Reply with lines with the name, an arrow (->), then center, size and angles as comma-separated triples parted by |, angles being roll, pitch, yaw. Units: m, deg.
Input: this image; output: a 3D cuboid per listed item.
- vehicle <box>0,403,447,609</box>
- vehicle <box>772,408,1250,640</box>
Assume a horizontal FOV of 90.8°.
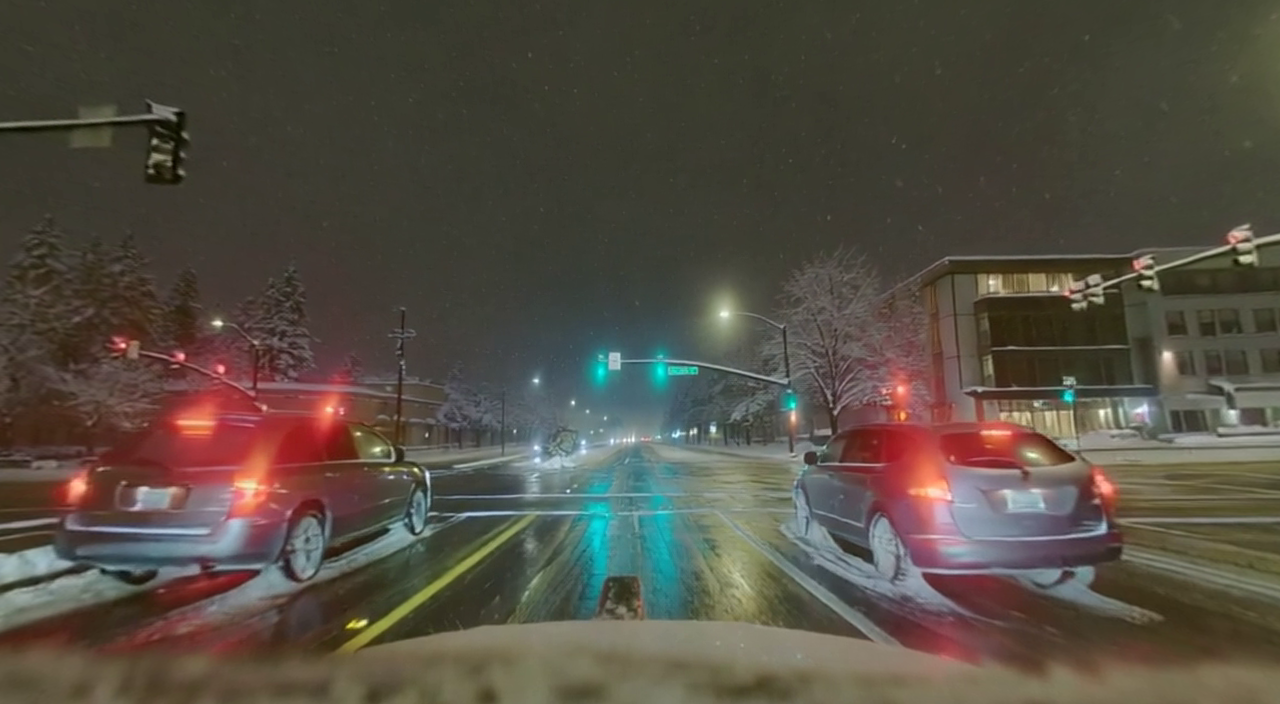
vehicle -> -3.892, 1.487, 7.044 | 1.973, 1.526, 4.533 | 0, -8, 1
vehicle -> 2.955, 1.490, 6.610 | 2.130, 1.524, 4.722 | 0, -8, 0
